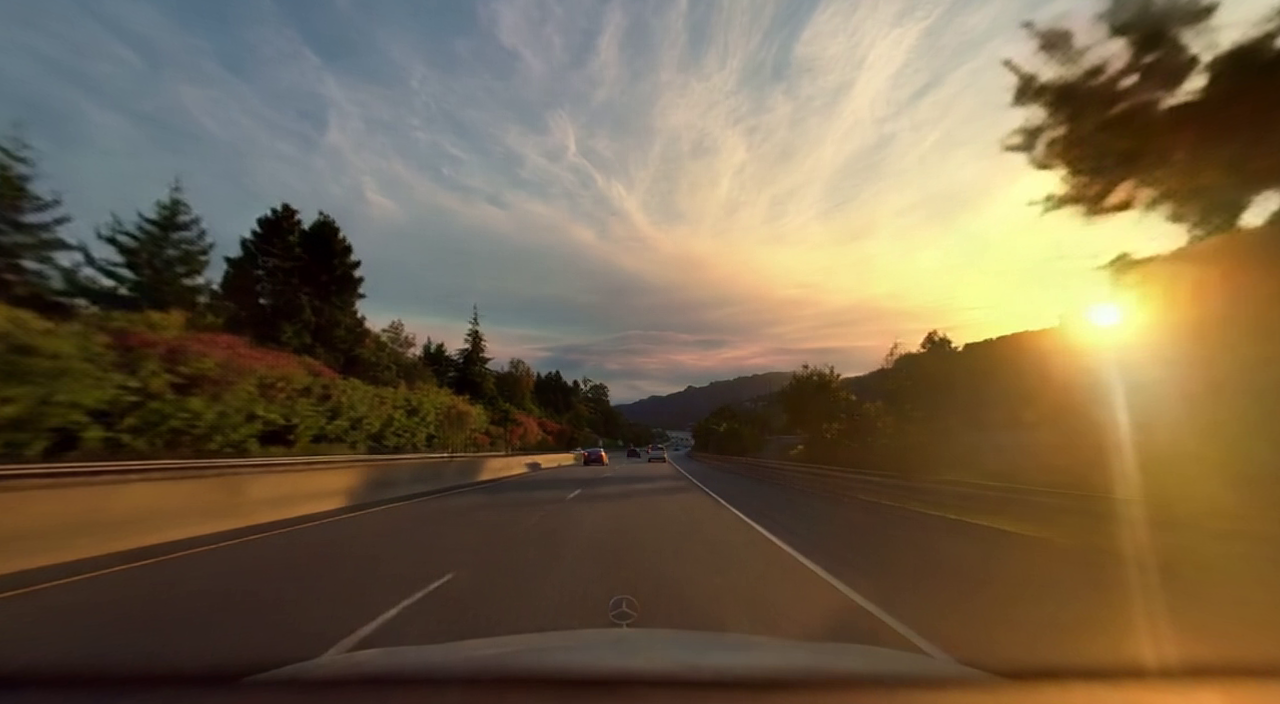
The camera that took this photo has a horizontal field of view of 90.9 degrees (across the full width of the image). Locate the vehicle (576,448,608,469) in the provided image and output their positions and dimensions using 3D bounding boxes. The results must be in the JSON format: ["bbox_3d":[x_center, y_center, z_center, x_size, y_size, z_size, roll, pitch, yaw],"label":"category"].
[{"bbox_3d":[-3.518,7.863,46.757,2.033,1.449,3.957,0,-9,1],"label":"vehicle"}]
